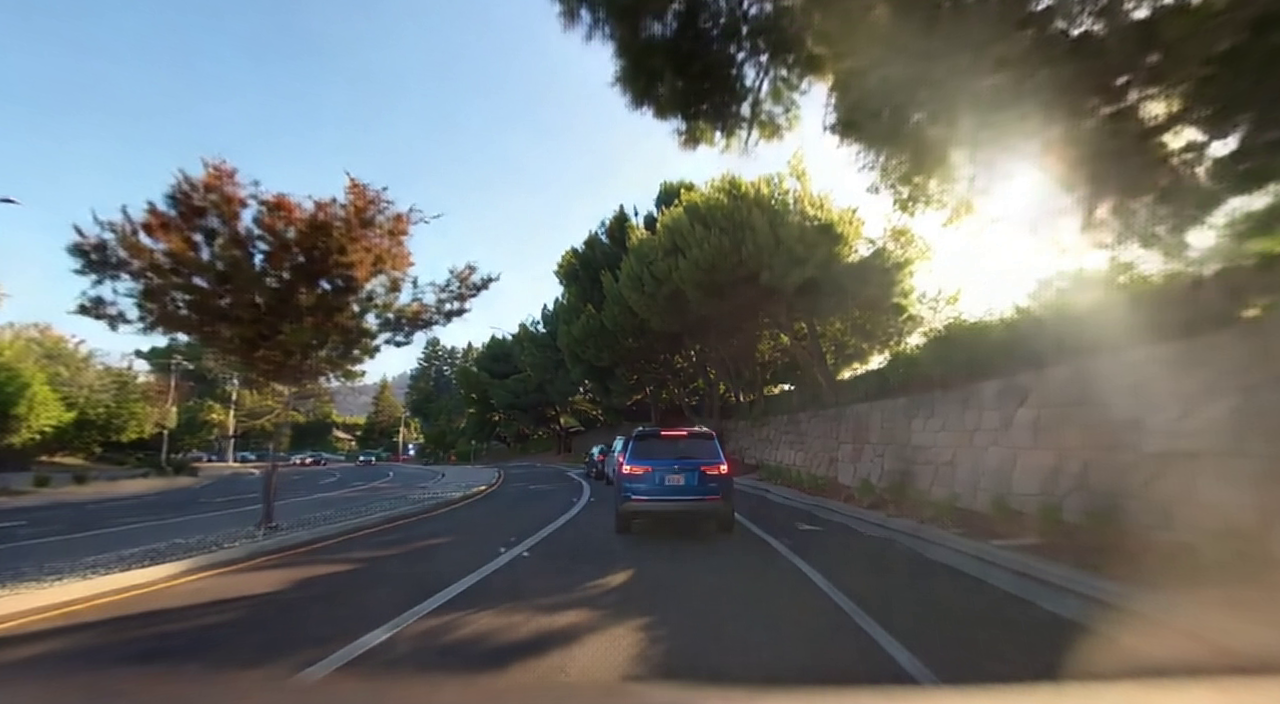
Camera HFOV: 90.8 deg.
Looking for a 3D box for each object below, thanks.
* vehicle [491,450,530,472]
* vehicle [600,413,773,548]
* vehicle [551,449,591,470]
[{"bbox_3d":[-9.542,7.899,46.142,2.023,1.474,4.286,4,-9,-21],"label":"vehicle"},{"bbox_3d":[0.538,2.027,10.548,2.287,1.762,4.269,0,-9,-2],"label":"vehicle"},{"bbox_3d":[-5.324,8.136,48.228,1.932,1.488,4.578,3,-9,-20],"label":"vehicle"}]
